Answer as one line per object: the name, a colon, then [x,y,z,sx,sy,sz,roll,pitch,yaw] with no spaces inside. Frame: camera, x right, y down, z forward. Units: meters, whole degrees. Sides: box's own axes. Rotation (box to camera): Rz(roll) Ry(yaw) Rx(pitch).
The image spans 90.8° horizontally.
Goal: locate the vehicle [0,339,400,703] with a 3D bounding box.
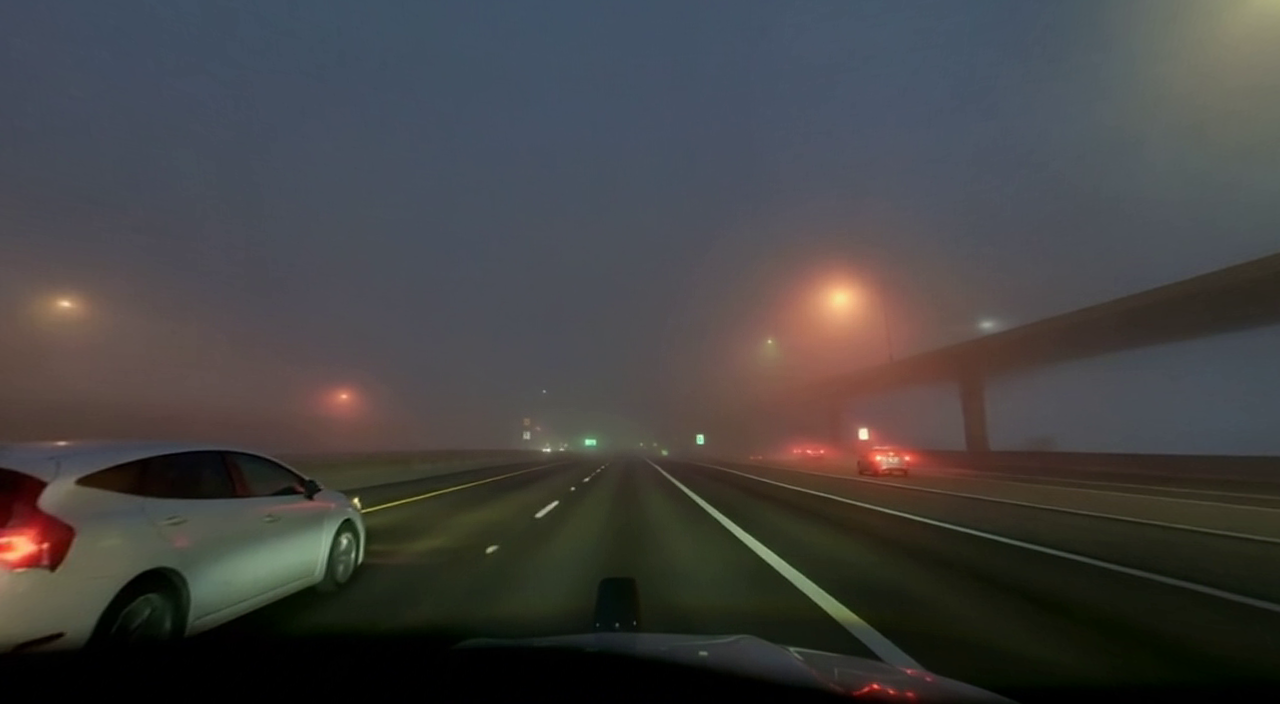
vehicle: [-3.478,1.071,4.068,2.178,1.699,4.321,0,-8,-1]
